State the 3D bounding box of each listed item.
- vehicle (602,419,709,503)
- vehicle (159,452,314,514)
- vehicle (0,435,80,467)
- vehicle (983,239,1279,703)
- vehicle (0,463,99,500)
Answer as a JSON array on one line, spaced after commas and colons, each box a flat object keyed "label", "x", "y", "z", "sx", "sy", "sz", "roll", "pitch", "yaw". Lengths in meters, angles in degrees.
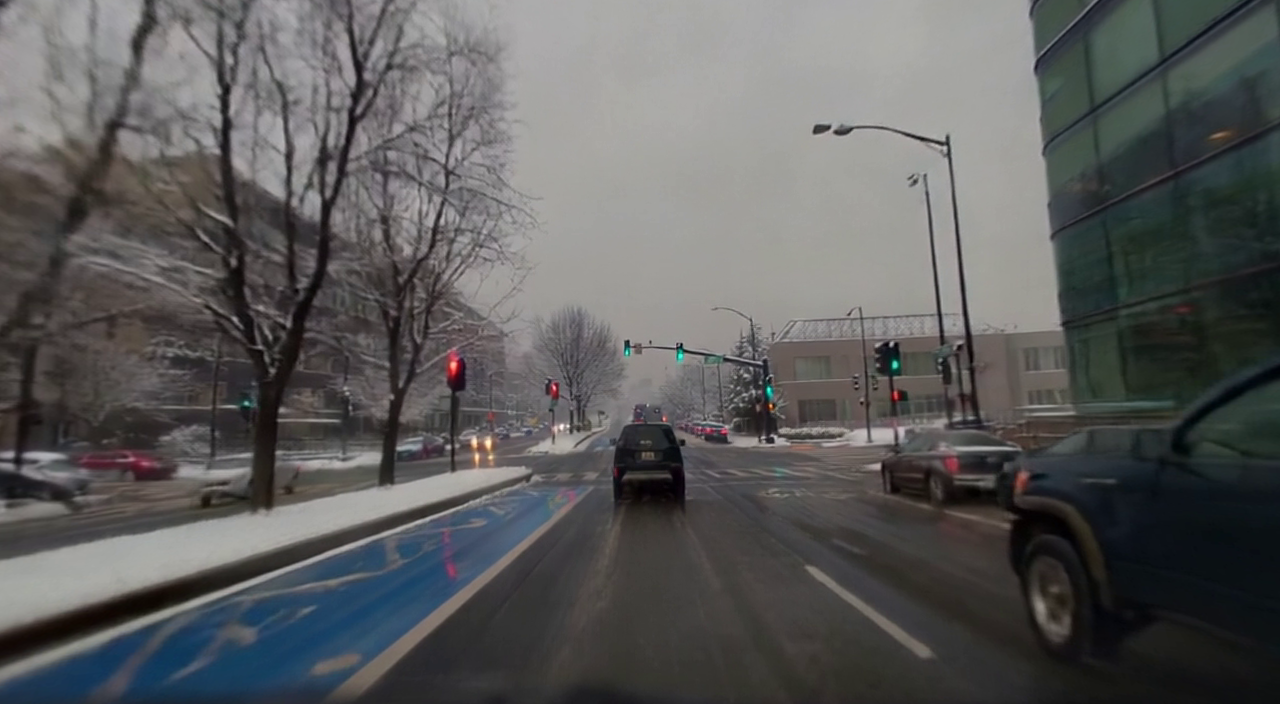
[{"label": "vehicle", "x": 0.353, "y": 2.654, "z": 15.671, "sx": 2.283, "sy": 1.773, "sz": 4.255, "roll": 0, "pitch": -9, "yaw": 1}, {"label": "vehicle", "x": -13.334, "y": 4.299, "z": 21.309, "sx": 2.025, "sy": 1.785, "sz": 4.845, "roll": 0, "pitch": -9, "yaw": 0}, {"label": "vehicle", "x": -36.449, "y": 5.899, "z": 37.597, "sx": 1.966, "sy": 1.807, "sz": 4.441, "roll": 0, "pitch": -9, "yaw": -1}, {"label": "vehicle", "x": 3.347, "y": 0.426, "z": 0.546, "sx": 2.487, "sy": 2.048, "sz": 6.443, "roll": 0, "pitch": -9, "yaw": 0}, {"label": "vehicle", "x": -28.066, "y": 5.942, "z": 29.033, "sx": 4.478, "sy": 1.578, "sz": 1.890, "roll": 0, "pitch": -9, "yaw": 1}]
